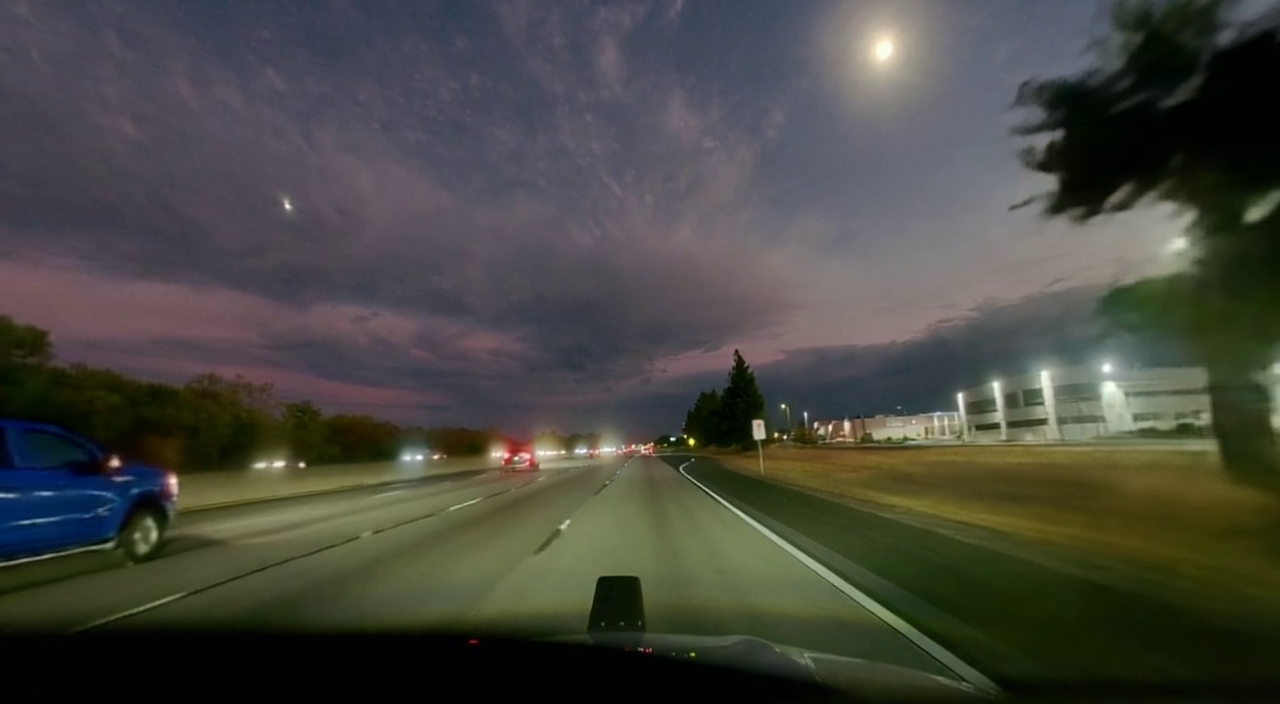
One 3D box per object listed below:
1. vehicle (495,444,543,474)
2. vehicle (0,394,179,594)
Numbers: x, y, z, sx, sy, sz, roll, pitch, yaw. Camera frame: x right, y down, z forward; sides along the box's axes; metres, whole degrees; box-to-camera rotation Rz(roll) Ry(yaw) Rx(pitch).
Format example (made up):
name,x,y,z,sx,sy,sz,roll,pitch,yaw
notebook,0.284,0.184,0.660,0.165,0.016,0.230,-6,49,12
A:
name,x,y,z,sx,sy,sz,roll,pitch,yaw
vehicle,-7.251,6.464,38.297,2.021,1.699,4.324,0,-8,1
vehicle,-7.260,1.265,5.337,2.156,1.911,5.956,0,-8,1
